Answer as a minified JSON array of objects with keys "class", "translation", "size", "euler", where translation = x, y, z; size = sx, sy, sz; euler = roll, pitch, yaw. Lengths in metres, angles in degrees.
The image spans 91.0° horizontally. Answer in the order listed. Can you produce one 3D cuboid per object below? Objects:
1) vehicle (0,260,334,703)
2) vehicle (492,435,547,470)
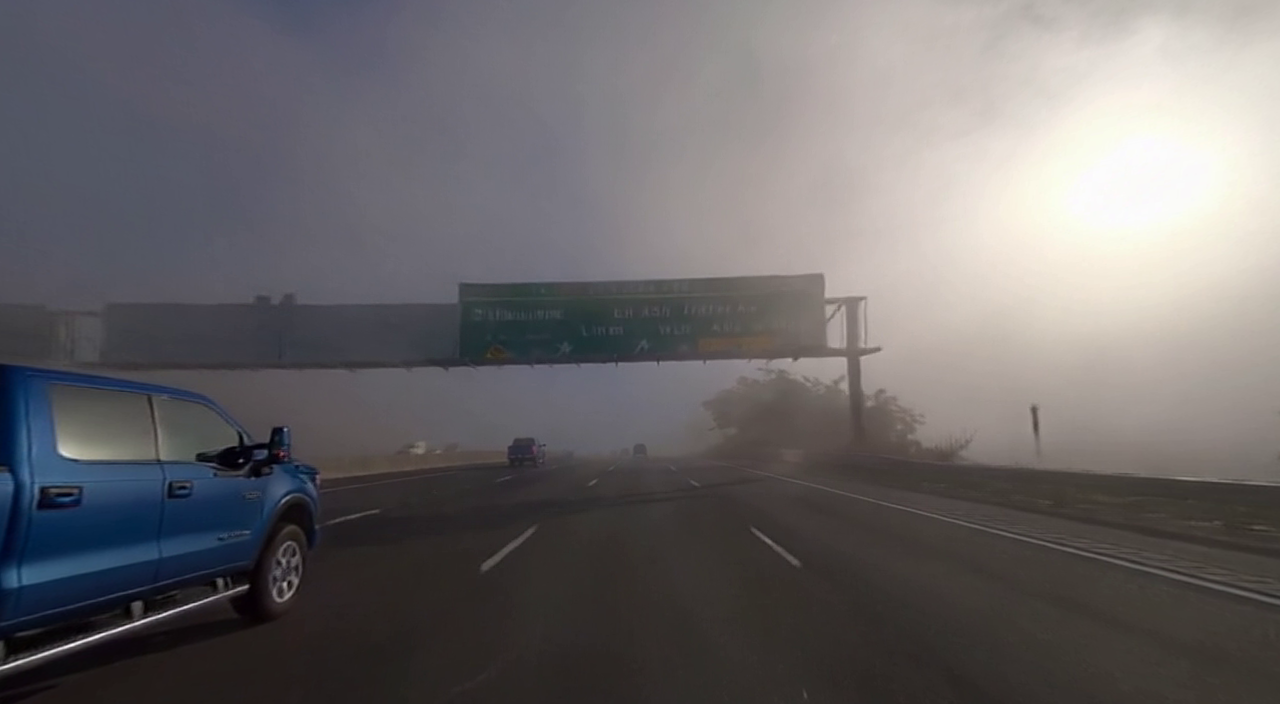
[{"class":"vehicle","translation":[-3.727,0.580,2.051],"size":[2.339,2.004,6.171],"euler":[0,-9,0]},{"class":"vehicle","translation":[-7.172,6.030,38.023],"size":[2.260,1.917,5.499],"euler":[0,-9,0]}]
